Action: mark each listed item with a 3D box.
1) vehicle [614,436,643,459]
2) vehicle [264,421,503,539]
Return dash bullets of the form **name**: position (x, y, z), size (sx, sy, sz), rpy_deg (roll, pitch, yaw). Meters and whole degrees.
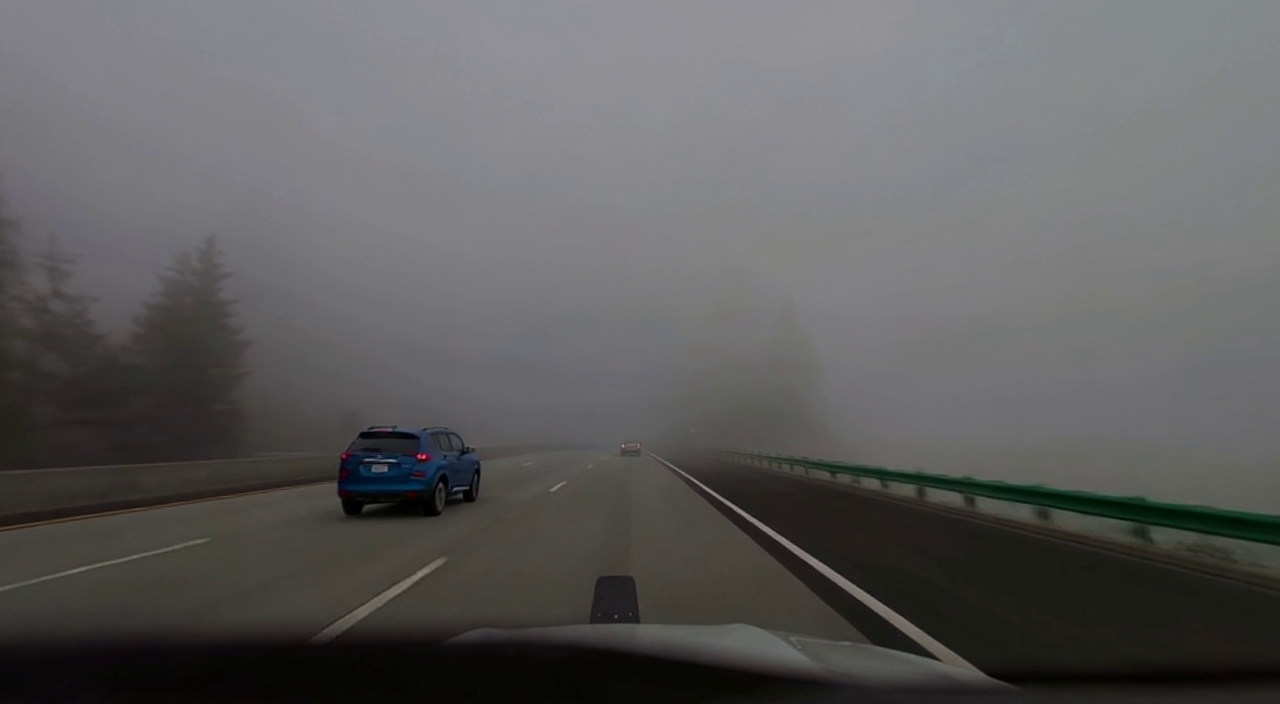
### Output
- **vehicle**: position (-0.766, 6.297, 41.918), size (1.836, 1.450, 3.519), rpy_deg (0, -8, -2)
- **vehicle**: position (-3.909, 2.014, 10.748), size (2.072, 1.545, 4.767), rpy_deg (0, -8, 0)
